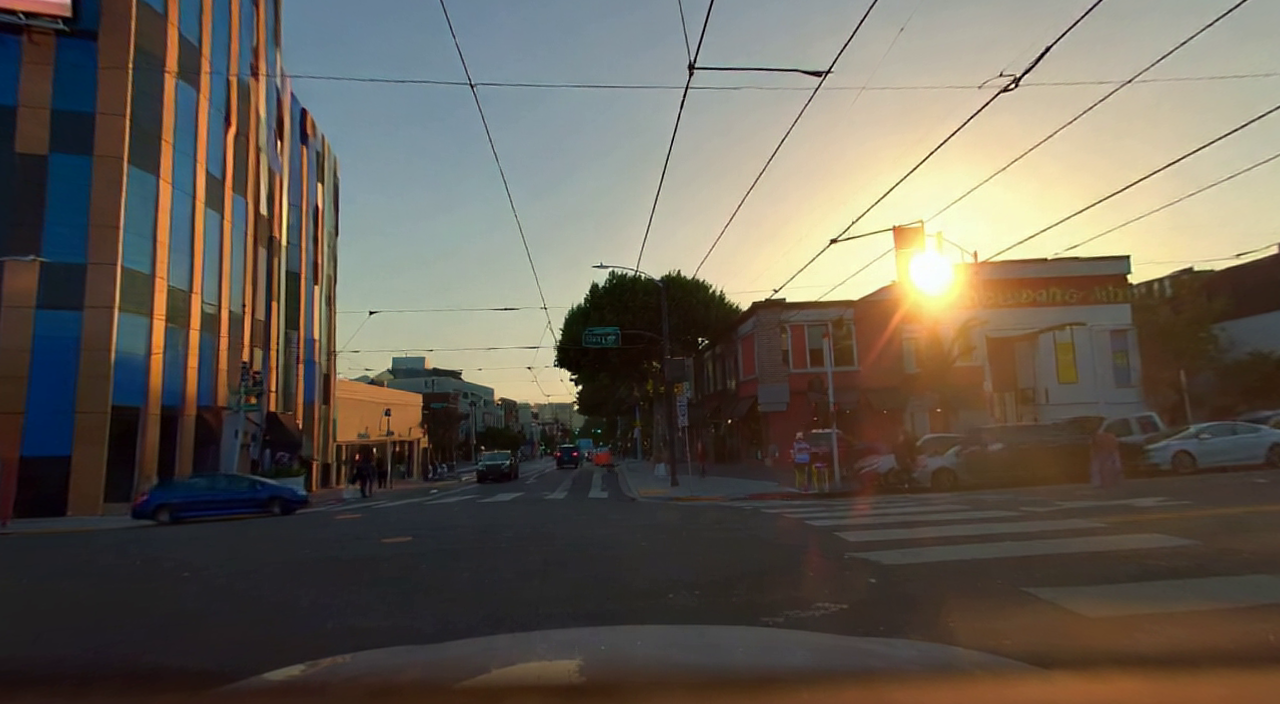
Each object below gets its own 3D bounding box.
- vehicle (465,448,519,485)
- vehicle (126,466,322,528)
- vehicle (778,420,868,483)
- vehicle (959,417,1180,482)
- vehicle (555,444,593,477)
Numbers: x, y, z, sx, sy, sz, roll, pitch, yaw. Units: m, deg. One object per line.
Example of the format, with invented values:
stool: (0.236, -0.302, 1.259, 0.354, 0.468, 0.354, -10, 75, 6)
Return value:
vehicle: (-8.418, 6.521, 36.293, 2.121, 1.792, 4.510, -3, -8, -2)
vehicle: (-12.032, 4.174, 18.659, 4.549, 1.490, 1.797, 5, -10, -30)
vehicle: (7.549, 4.104, 26.634, 2.316, 2.425, 4.466, 1, -7, -2)
vehicle: (11.557, 2.646, 17.233, 4.637, 1.624, 1.927, 0, -8, -3)
vehicle: (-4.046, 6.744, 39.516, 2.137, 1.910, 5.120, 0, -8, -3)
